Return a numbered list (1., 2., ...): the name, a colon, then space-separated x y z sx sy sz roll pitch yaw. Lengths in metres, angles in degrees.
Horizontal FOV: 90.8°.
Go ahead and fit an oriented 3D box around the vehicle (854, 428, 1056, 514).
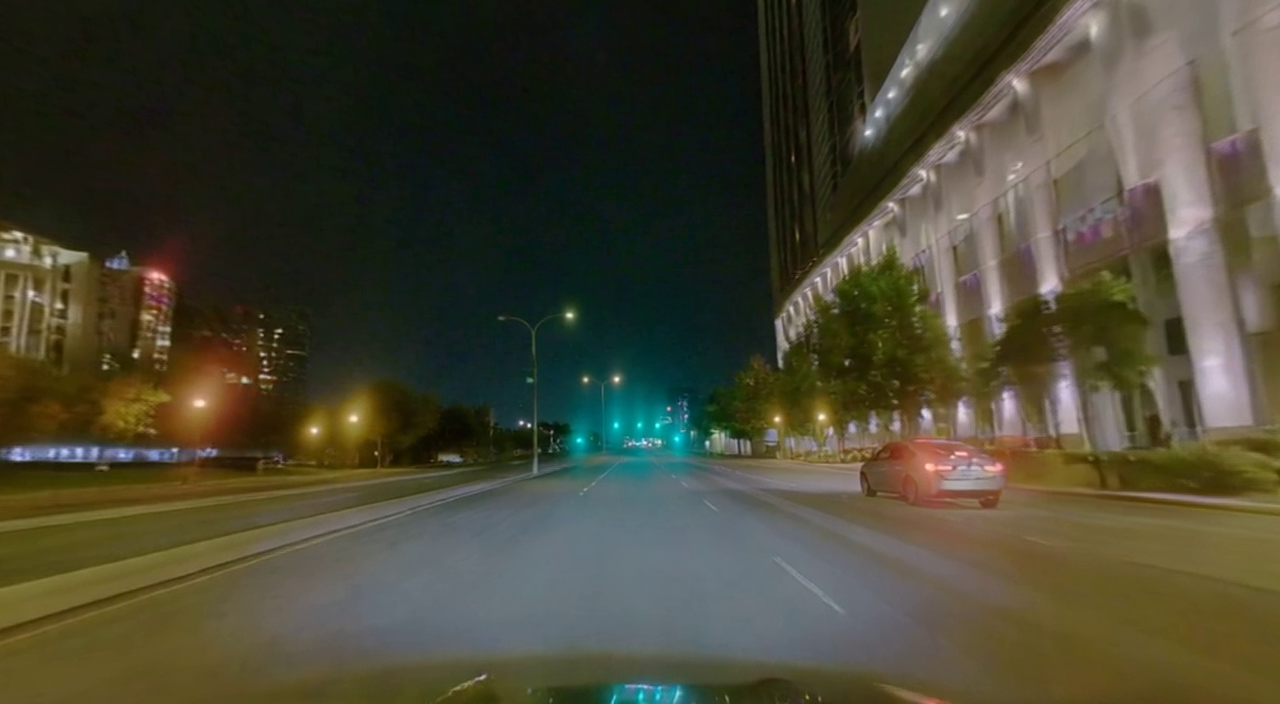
1. vehicle: 6.452 2.490 13.731 1.913 1.504 4.738 0 -9 -1
